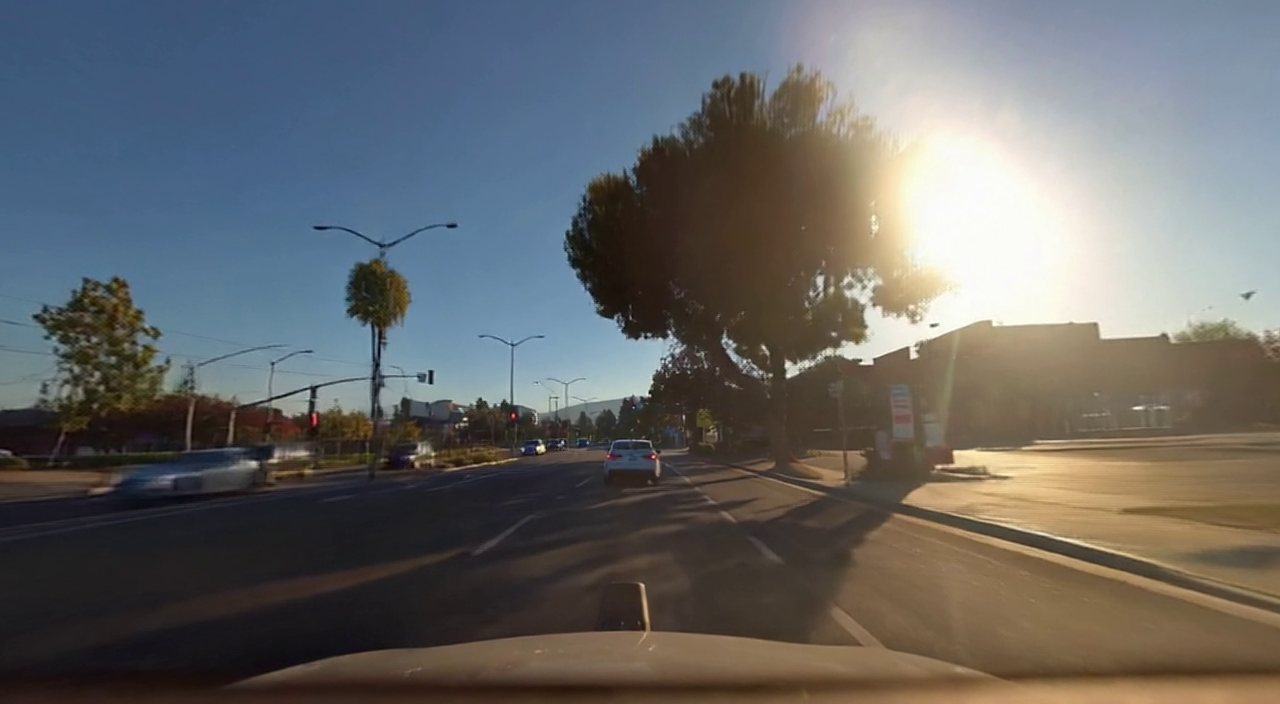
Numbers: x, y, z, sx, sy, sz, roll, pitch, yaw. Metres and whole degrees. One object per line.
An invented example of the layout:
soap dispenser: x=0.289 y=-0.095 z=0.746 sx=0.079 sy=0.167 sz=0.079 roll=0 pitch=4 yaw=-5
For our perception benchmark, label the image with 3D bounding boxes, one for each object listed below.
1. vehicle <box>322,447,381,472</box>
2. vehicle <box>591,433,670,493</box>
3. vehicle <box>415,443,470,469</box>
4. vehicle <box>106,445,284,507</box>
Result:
vehicle: x=-19.043 y=7.085 z=41.758 sx=1.819 sy=1.473 sz=4.258 roll=0 pitch=-8 yaw=0
vehicle: x=-0.254 y=3.191 z=18.510 sx=2.062 sy=1.519 sz=4.214 roll=0 pitch=-8 yaw=0
vehicle: x=-12.419 y=6.539 z=39.856 sx=1.936 sy=1.498 sz=4.611 roll=0 pitch=-8 yaw=1
vehicle: x=-12.349 y=3.415 z=17.906 sx=1.868 sy=1.516 sz=4.321 roll=0 pitch=-8 yaw=0
